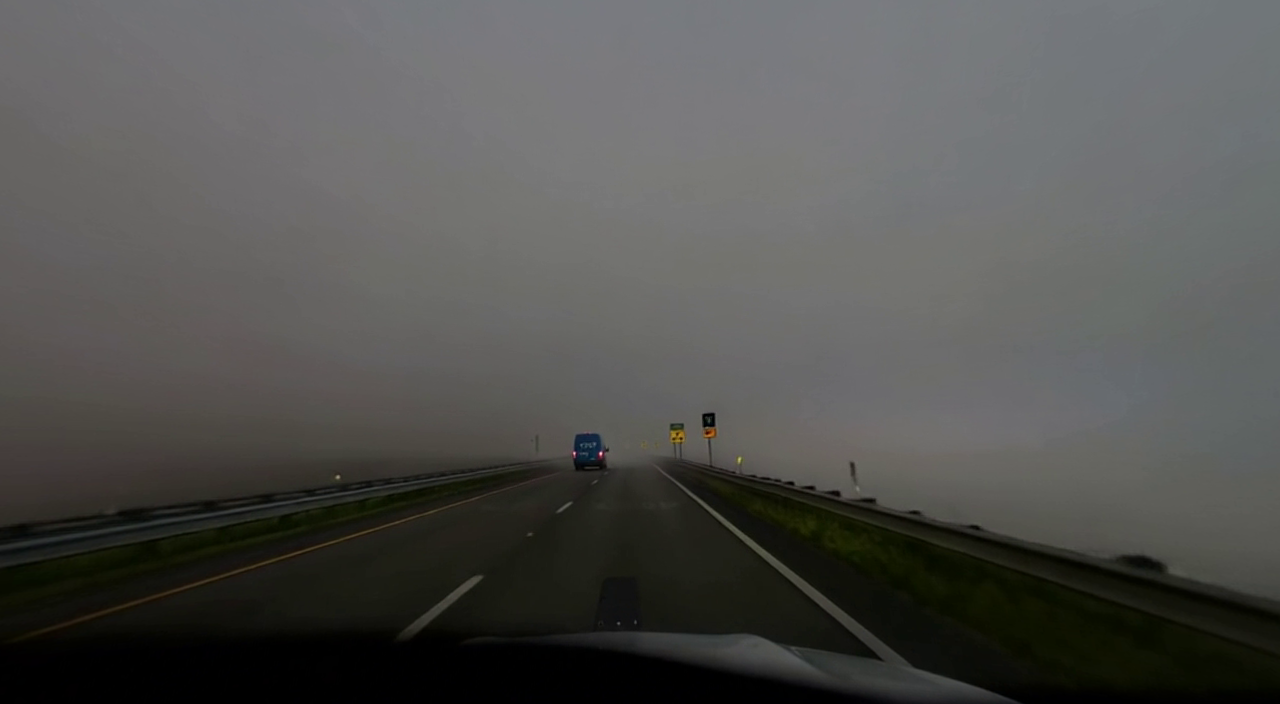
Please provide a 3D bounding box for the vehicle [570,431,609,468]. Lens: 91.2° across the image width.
[{"bbox_3d":[-3.773,7.495,48.300,2.463,2.640,7.034,0,-9,0],"label":"vehicle"}]
